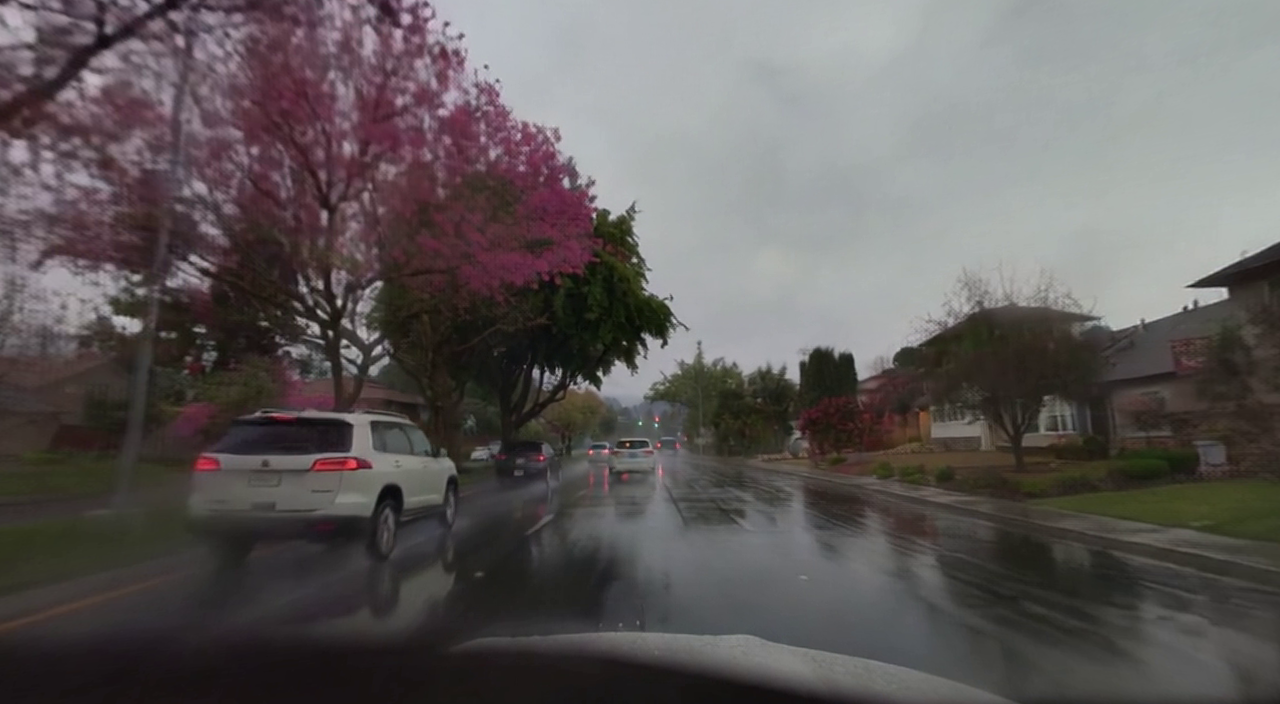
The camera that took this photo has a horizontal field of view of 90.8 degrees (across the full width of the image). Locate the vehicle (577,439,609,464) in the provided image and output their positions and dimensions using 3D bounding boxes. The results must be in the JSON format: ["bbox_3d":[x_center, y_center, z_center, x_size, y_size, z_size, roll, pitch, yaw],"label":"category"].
[{"bbox_3d":[-3.527,7.569,48.387,2.080,1.780,4.879,0,-8,0],"label":"vehicle"}]

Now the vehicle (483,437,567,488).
[{"bbox_3d":[-3.798,3.728,21.579,2.066,1.565,3.905,0,-8,1],"label":"vehicle"}]

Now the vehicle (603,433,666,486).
[{"bbox_3d":[-0.172,3.691,21.958,1.997,1.636,3.760,0,-8,0],"label":"vehicle"}]

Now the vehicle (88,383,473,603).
[{"bbox_3d":[-3.791,1.582,8.027,2.161,1.919,4.798,0,-8,-2],"label":"vehicle"}]
